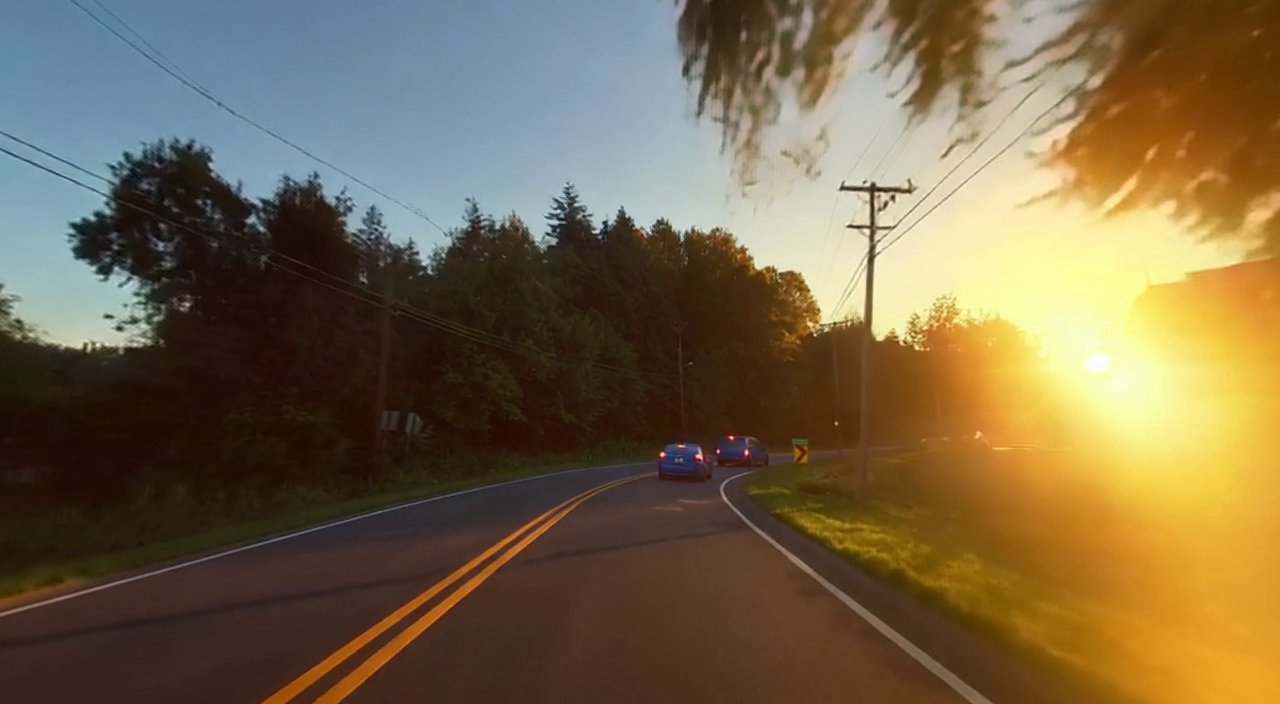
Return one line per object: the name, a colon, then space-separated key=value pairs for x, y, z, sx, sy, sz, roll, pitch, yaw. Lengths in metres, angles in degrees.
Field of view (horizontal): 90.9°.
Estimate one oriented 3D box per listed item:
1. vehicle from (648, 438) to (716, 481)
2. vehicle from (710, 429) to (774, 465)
vehicle: x=1.788 y=4.249 z=25.165 sx=2.157 sy=1.565 sz=4.243 roll=-2 pitch=-9 yaw=11
vehicle: x=6.676 y=6.114 z=40.586 sx=2.376 sy=2.145 sz=5.953 roll=-4 pitch=-9 yaw=25
